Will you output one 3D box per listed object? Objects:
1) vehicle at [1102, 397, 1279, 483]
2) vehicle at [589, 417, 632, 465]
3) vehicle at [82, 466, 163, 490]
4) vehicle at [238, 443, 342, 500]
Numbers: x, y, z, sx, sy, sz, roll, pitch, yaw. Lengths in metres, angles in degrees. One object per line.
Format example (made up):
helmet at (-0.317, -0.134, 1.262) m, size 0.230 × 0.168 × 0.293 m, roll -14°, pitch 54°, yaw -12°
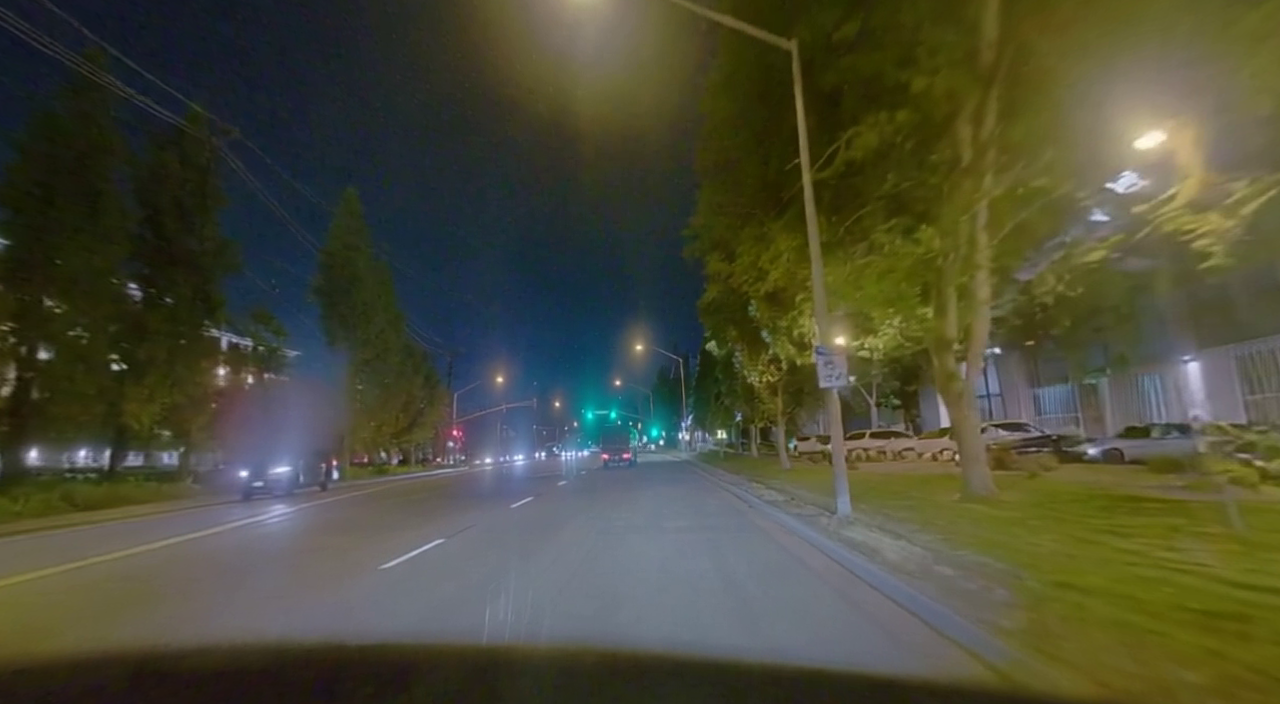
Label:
vehicle at (13.680, 2.056, 14.833) m, size 4.244 × 1.848 × 1.890 m, roll 1°, pitch -7°, yaw -7°
vehicle at (-2.332, 6.885, 48.444) m, size 2.904 × 3.201 × 11.269 m, roll 0°, pitch -9°, yaw -3°
vehicle at (-39.379, 9.603, 48.030) m, size 4.477 × 1.658 × 1.861 m, roll 0°, pitch -9°, yaw -1°
vehicle at (-16.406, 5.555, 29.885) m, size 2.380 × 2.179 × 5.187 m, roll -5°, pitch -8°, yaw -5°
